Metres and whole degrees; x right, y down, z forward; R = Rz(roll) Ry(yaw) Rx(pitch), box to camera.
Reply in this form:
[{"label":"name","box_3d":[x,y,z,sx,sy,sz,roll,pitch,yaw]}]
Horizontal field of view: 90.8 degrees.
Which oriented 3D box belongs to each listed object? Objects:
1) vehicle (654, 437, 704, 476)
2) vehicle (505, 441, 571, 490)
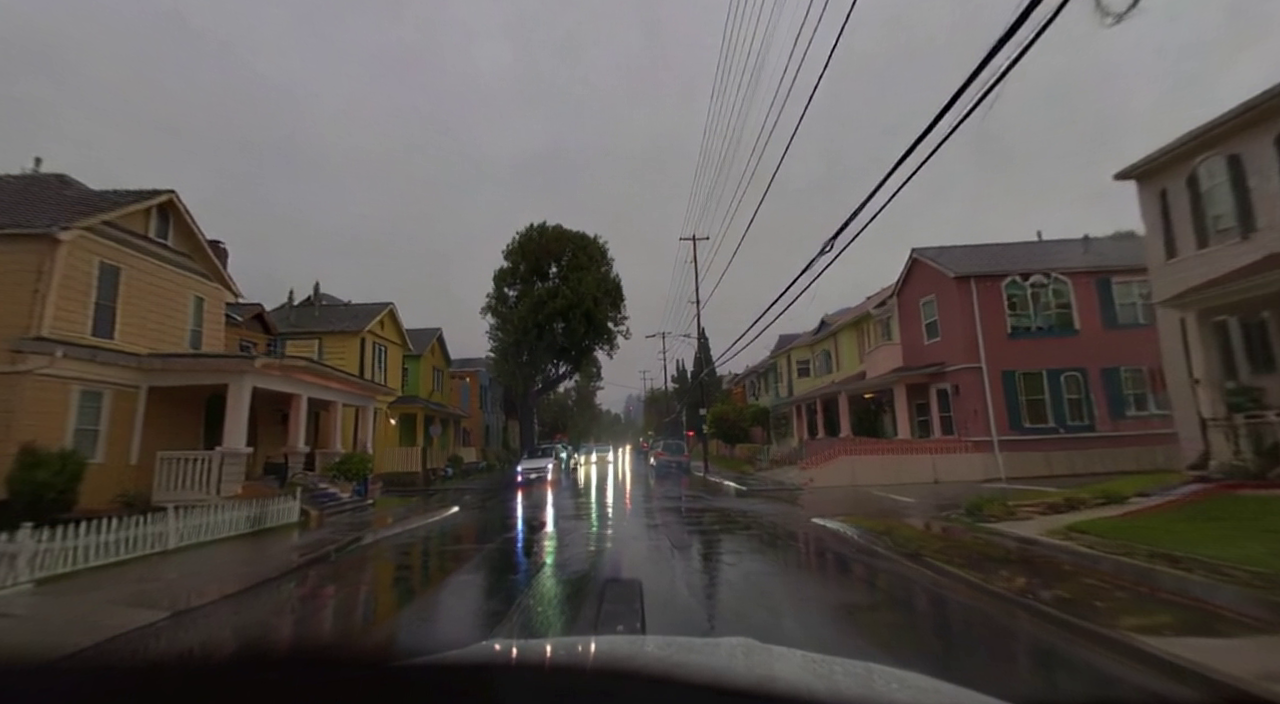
[{"label":"vehicle","box_3d":[2.004,5.567,33.992,2.129,1.873,4.471,0,-8,-3]},{"label":"vehicle","box_3d":[-4.200,4.719,26.685,2.082,1.759,4.541,-2,-8,-1]}]
